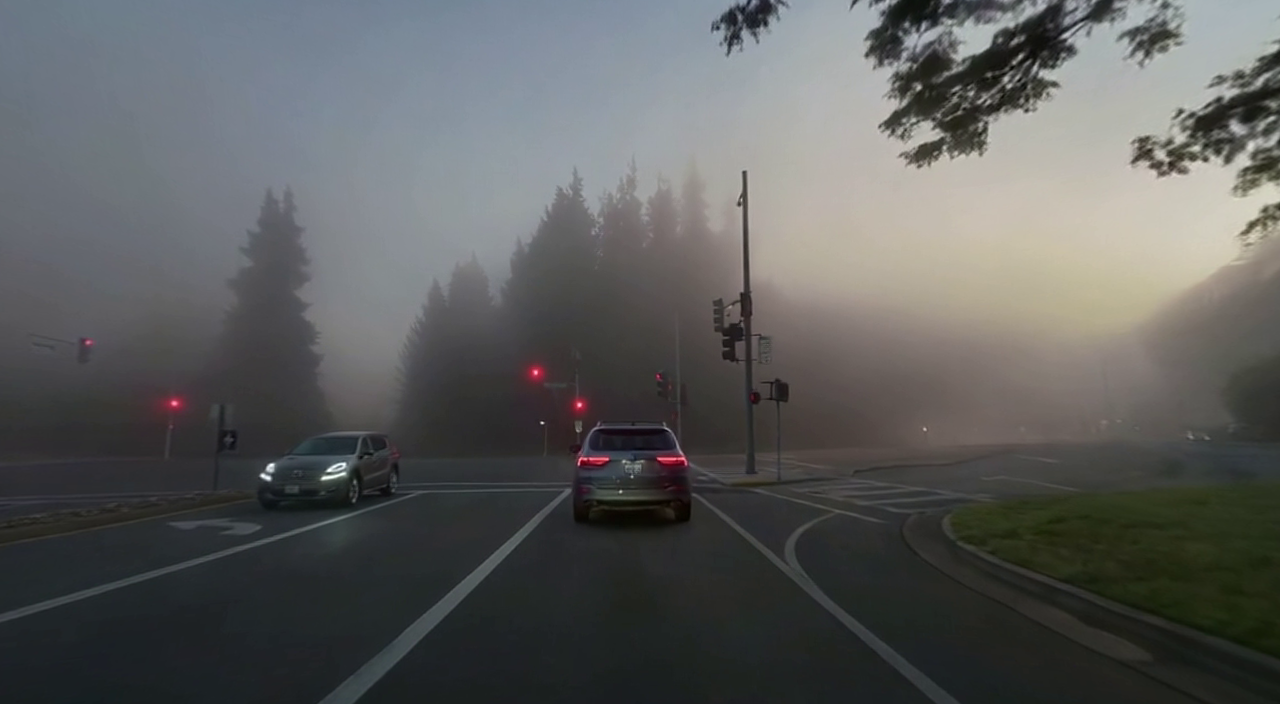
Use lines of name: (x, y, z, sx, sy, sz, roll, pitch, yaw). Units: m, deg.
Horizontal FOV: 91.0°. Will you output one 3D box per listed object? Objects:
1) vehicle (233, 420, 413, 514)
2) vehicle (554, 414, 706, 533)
vehicle: (-6.556, 2.413, 13.652, 2.020, 1.695, 4.187, 1, -9, -5)
vehicle: (-0.290, 2.043, 11.099, 2.154, 1.670, 4.140, 1, -9, -4)
